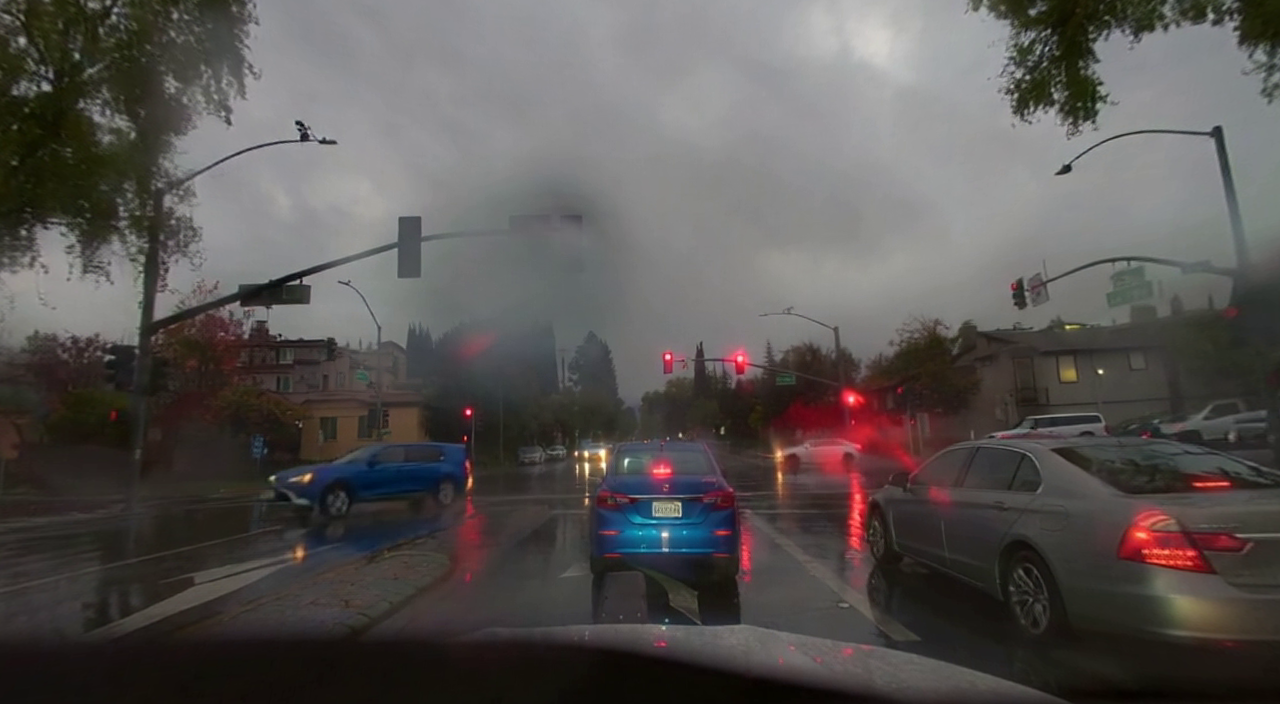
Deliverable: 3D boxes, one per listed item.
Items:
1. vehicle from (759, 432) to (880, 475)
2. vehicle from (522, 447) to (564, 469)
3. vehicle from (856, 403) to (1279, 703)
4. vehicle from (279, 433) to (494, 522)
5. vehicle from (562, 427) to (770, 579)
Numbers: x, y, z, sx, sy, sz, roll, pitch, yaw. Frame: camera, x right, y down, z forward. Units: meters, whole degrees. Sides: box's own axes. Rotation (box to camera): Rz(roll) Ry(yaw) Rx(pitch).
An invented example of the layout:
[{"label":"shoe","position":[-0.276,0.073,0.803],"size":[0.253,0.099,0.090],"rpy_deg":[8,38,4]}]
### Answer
[{"label":"vehicle","position":[8.007,4.498,28.282],"size":[4.789,1.799,1.988],"rpy_deg":[2,-9,-17]},{"label":"vehicle","position":[-6.904,7.582,45.318],"size":[2.093,1.476,4.278],"rpy_deg":[-1,-9,4]},{"label":"vehicle","position":[3.664,1.343,5.445],"size":[1.888,1.486,4.681],"rpy_deg":[0,-9,-1]},{"label":"vehicle","position":[-5.606,2.806,14.767],"size":[1.996,1.705,4.577],"rpy_deg":[-4,-9,21]},{"label":"vehicle","position":[0.304,1.818,8.333],"size":[2.090,1.505,3.756],"rpy_deg":[-1,-9,1]}]
